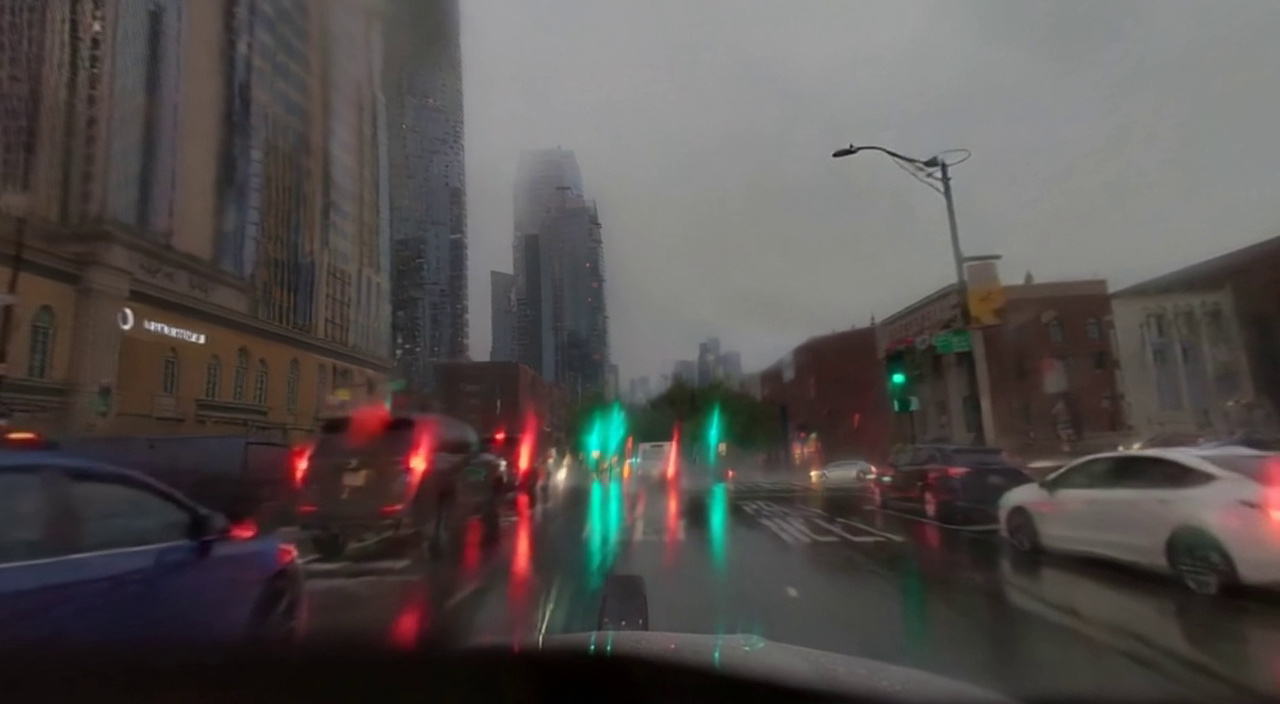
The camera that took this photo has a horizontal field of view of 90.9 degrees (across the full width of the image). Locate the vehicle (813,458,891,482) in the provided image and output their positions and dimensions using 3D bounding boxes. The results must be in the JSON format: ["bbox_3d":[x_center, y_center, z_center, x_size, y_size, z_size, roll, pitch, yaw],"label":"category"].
[{"bbox_3d":[13.609,7.589,40.715,4.371,1.439,1.818,0,-9,1],"label":"vehicle"}]

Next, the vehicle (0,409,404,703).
[{"bbox_3d":[-3.038,1.087,3.139,1.930,1.450,4.497,0,-9,1],"label":"vehicle"}]

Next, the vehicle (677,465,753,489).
[{"bbox_3d":[5.044,8.478,42.853,4.766,1.502,1.891,1,-9,-7],"label":"vehicle"}]

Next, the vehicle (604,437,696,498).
[{"bbox_3d":[0.510,3.794,21.155,2.328,1.746,5.072,-2,-9,10],"label":"vehicle"}]

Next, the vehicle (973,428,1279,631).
[{"bbox_3d":[5.845,1.667,6.899,1.919,1.529,4.558,0,-9,1],"label":"vehicle"}]
